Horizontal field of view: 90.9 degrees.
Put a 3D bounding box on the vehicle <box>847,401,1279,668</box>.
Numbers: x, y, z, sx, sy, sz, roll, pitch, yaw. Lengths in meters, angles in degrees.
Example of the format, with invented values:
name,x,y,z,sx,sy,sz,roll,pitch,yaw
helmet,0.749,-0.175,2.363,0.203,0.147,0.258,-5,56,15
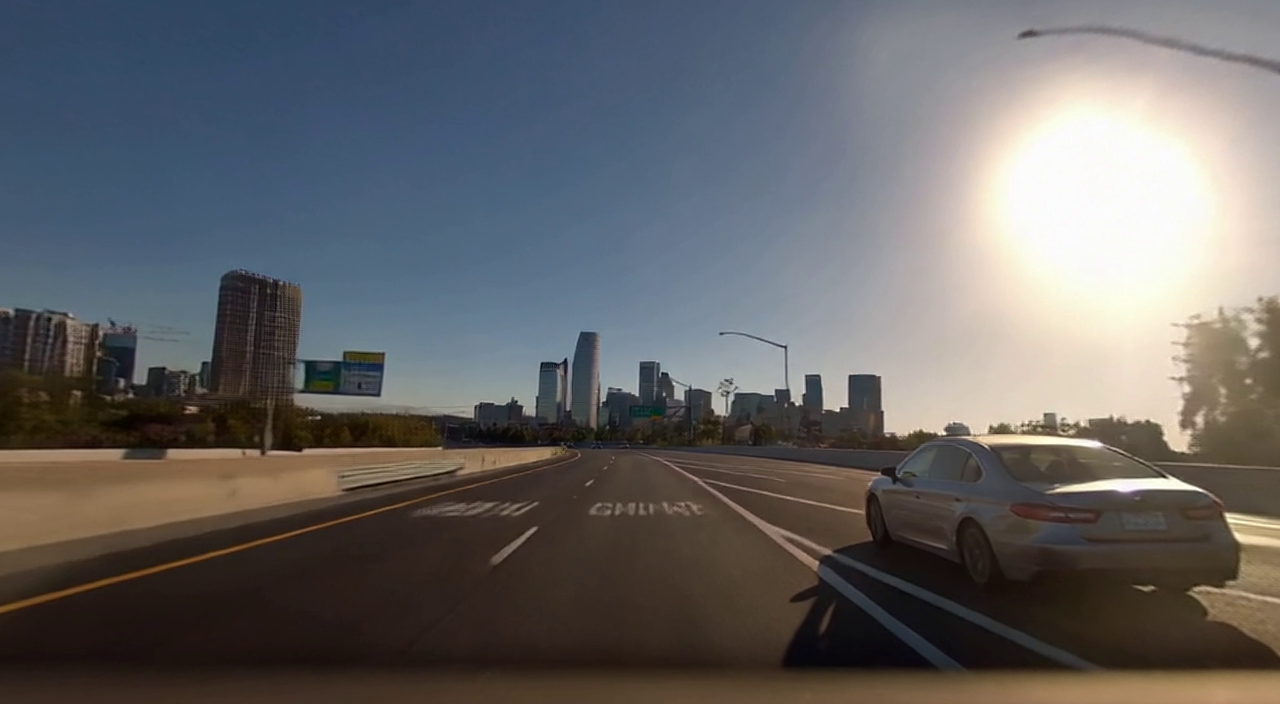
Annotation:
name,x,y,z,sx,sy,sz,roll,pitch,yaw
vehicle,3.879,1.429,6.167,2.104,1.575,4.698,0,-8,0
